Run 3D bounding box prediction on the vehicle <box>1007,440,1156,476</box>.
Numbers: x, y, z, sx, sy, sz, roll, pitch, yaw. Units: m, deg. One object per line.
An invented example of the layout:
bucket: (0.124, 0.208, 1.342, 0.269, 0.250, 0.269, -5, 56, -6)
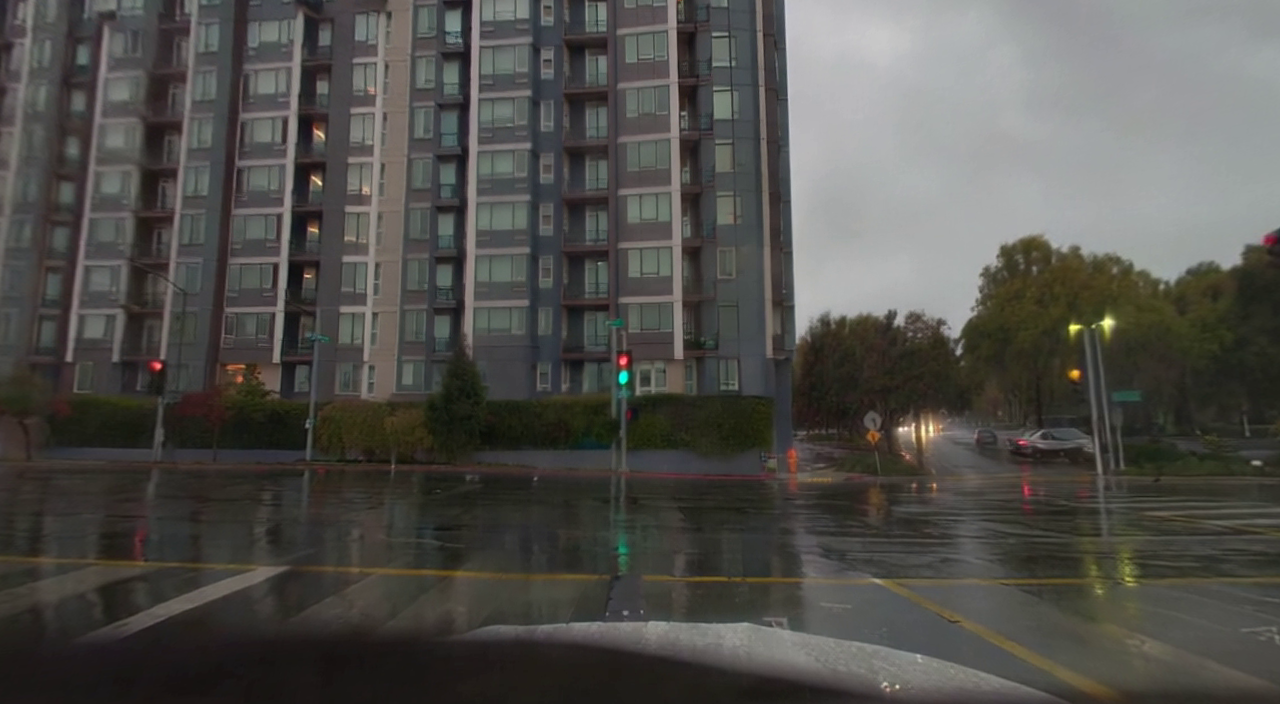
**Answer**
vehicle: (18.578, 4.465, 26.697, 4.823, 1.458, 1.914, 0, -9, -1)
